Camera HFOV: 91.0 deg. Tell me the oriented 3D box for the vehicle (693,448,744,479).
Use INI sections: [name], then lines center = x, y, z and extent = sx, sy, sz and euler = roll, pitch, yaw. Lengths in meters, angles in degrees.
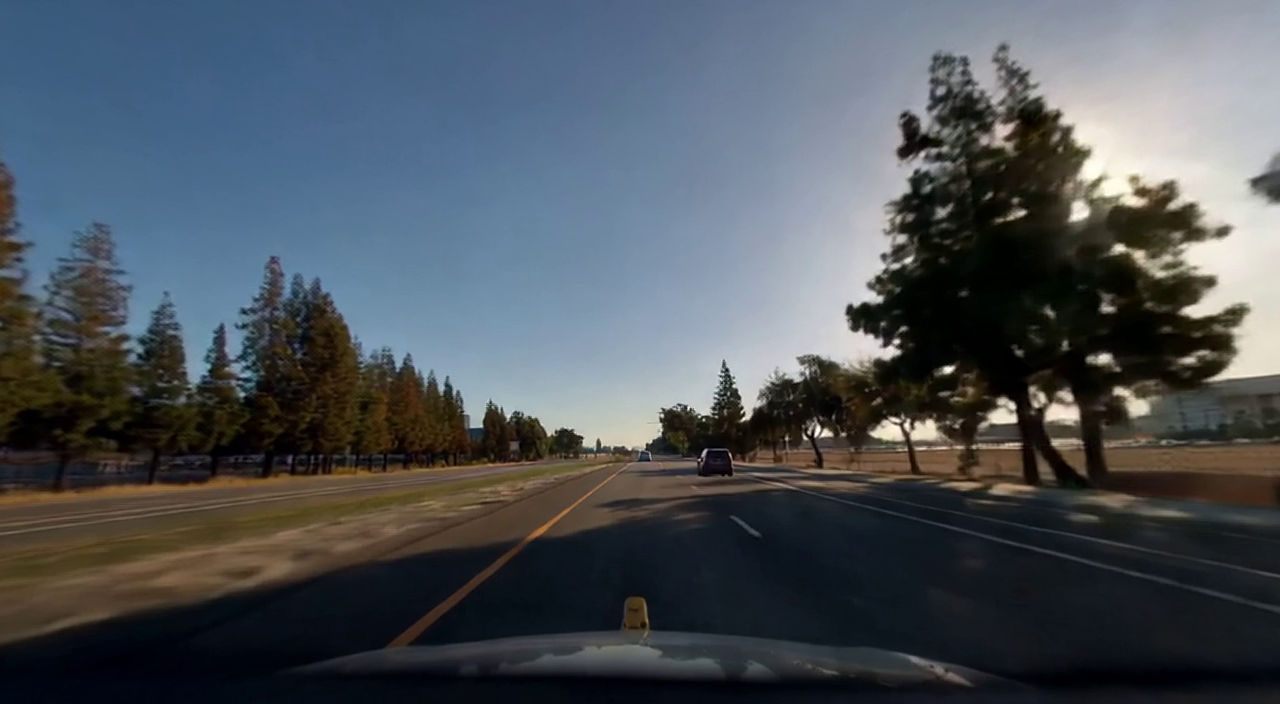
[vehicle]
center = 4.151, 5.962, 33.939
extent = 2.115, 1.522, 4.330
euler = 0, -9, -1
